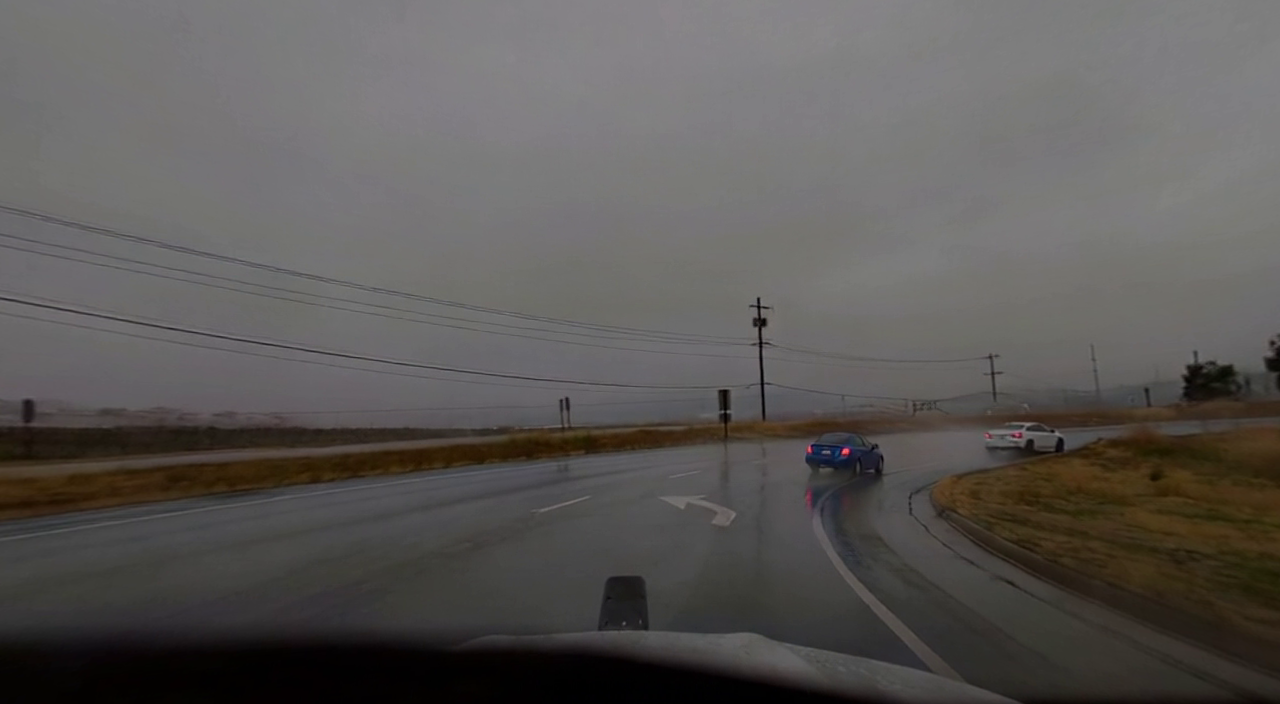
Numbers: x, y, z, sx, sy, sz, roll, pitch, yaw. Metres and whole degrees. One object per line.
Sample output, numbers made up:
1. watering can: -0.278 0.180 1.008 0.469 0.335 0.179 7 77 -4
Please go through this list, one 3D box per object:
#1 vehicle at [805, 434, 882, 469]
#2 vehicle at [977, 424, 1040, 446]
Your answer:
1. vehicle: 9.023 4.351 27.736 2.026 1.407 4.374 -6 -10 33
2. vehicle: 25.706 5.835 43.985 4.307 1.465 1.836 5 -10 -30
